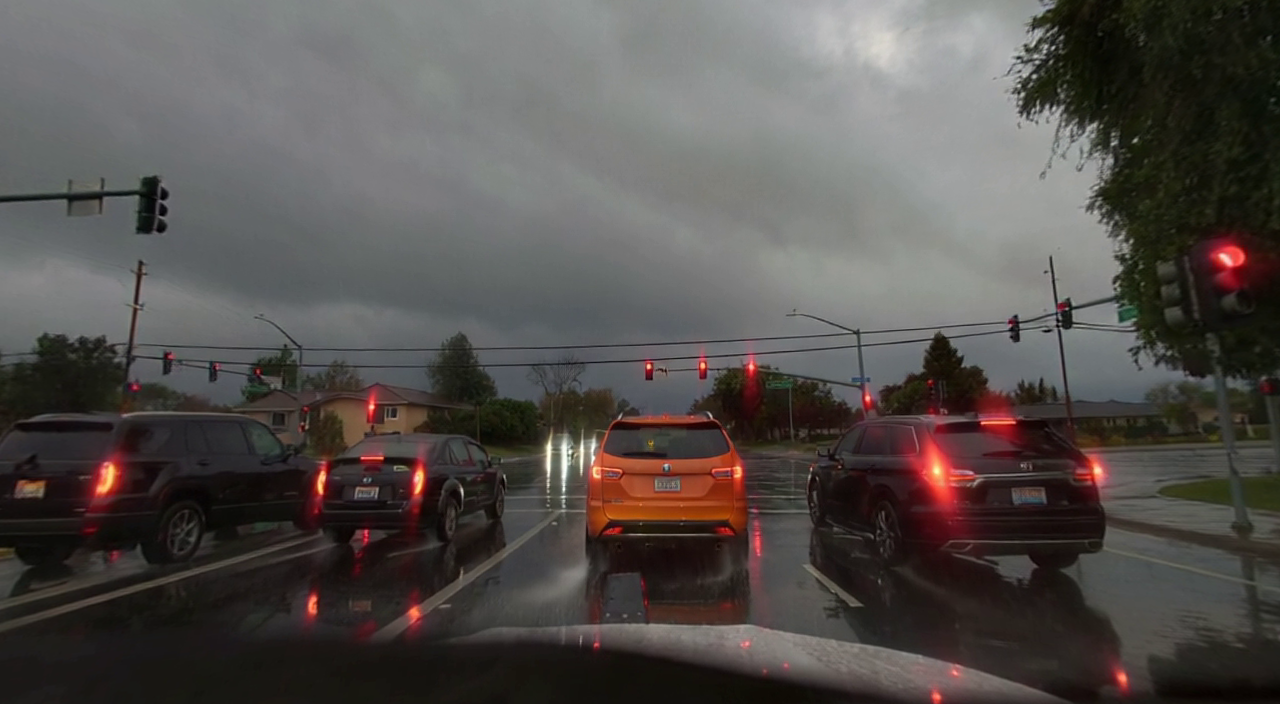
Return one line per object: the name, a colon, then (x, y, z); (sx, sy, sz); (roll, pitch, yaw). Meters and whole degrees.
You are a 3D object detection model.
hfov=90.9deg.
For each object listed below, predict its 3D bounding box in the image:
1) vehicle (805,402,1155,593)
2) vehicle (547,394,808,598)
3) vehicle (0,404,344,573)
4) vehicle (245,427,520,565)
vehicle: (3.525, 1.586, 7.741); (2.047, 1.638, 4.395); (-1, -8, 4)
vehicle: (0.390, 1.523, 7.497); (2.198, 1.708, 4.170); (0, -8, 2)
vehicle: (-6.624, 1.825, 9.243); (2.075, 1.796, 4.785); (0, -8, 2)
vehicle: (-3.239, 1.886, 9.106); (1.885, 1.475, 4.359); (-1, -8, 4)
